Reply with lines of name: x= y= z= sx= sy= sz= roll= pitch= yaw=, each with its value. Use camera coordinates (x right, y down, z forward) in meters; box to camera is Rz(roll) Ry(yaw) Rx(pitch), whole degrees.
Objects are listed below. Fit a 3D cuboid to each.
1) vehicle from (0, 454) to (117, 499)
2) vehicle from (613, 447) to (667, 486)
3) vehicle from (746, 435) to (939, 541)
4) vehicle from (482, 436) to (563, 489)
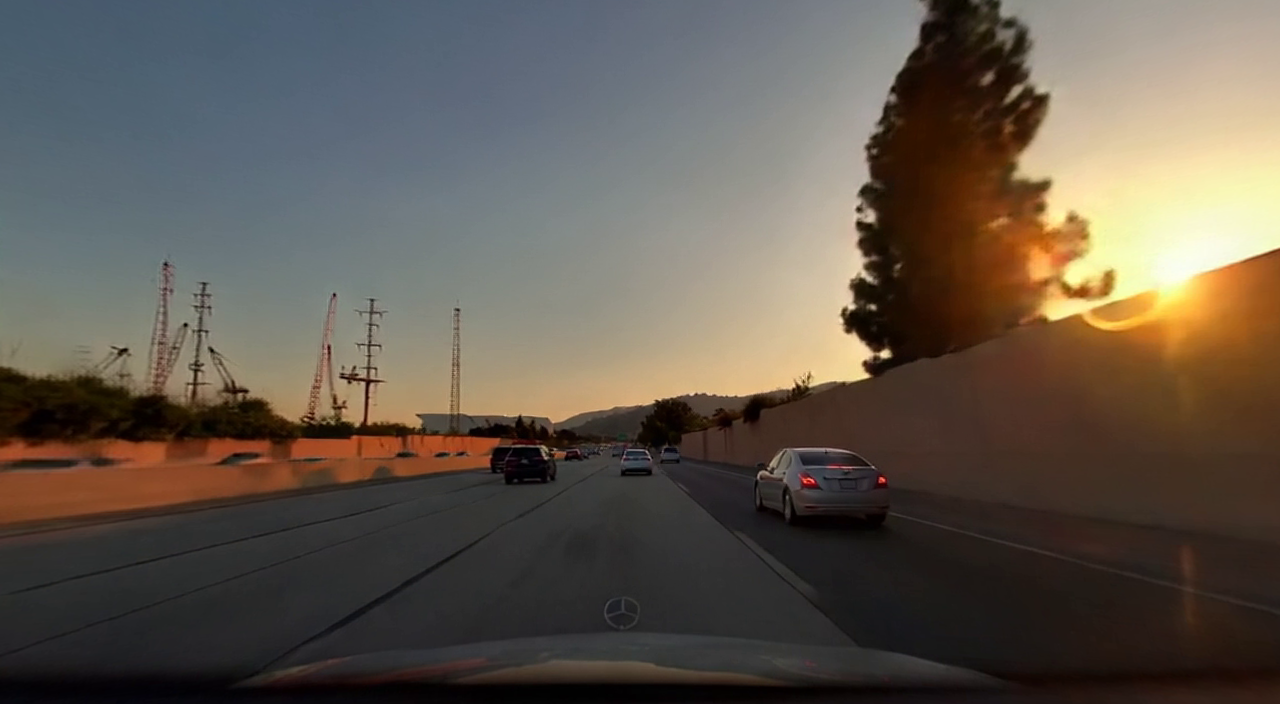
vehicle: x=-22.187 y=4.531 z=23.447 sx=1.731 sy=1.441 sz=4.380 roll=0 pitch=-9 yaw=0
vehicle: x=-0.020 y=4.597 z=25.690 sx=2.045 sy=1.452 sz=4.040 roll=0 pitch=-9 yaw=-1
vehicle: x=3.320 y=2.312 z=11.469 sx=1.917 sy=1.507 sz=4.540 roll=0 pitch=-9 yaw=-1
vehicle: x=-4.243 y=4.080 z=23.640 sx=2.121 sy=1.775 sz=4.335 roll=0 pitch=-9 yaw=1
